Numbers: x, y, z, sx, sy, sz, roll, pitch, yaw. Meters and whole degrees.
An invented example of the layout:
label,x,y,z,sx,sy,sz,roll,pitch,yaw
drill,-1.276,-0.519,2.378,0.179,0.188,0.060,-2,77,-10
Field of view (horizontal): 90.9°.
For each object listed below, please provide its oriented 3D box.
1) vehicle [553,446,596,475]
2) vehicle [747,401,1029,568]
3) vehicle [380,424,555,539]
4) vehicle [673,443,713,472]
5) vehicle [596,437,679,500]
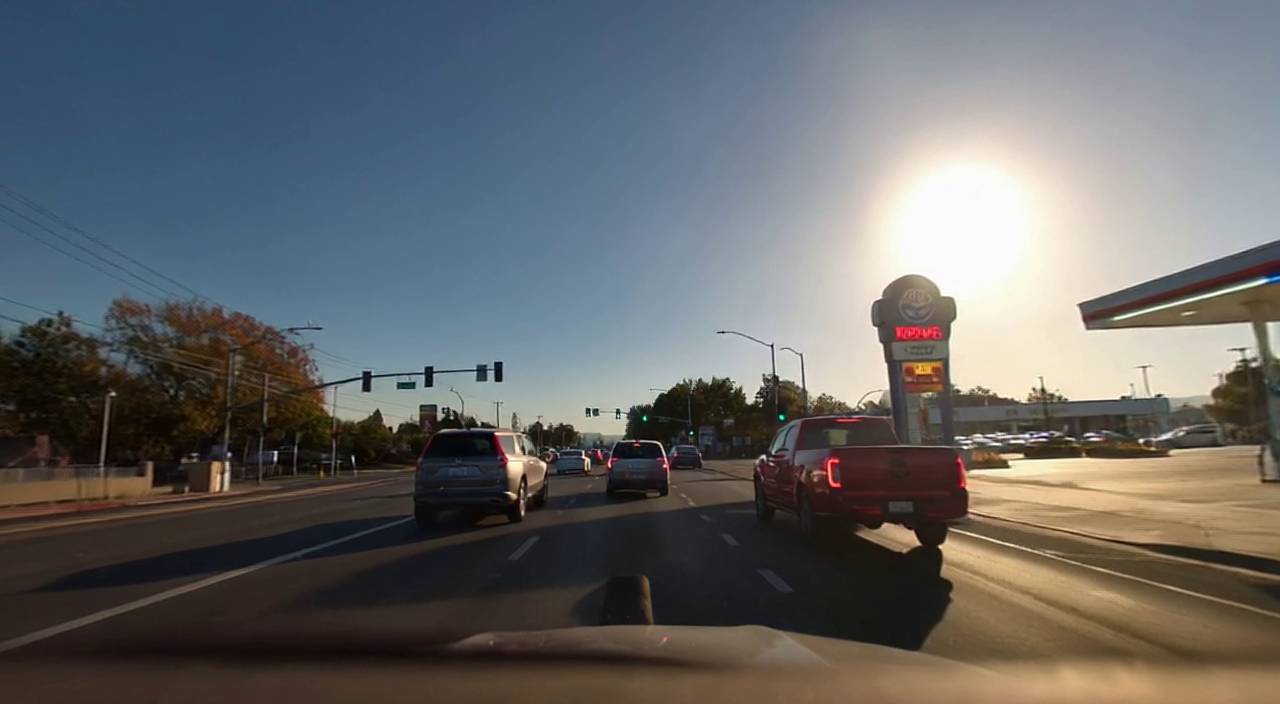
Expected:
label,x,y,z,sx,sy,sz,roll,pitch,yaw
vehicle,-3.528,5.915,34.617,1.954,1.497,4.078,0,-8,0
vehicle,3.264,1.890,9.852,2.161,1.868,5.321,0,-8,-1
vehicle,-2.928,2.291,11.824,2.019,1.731,4.299,0,-8,0
vehicle,3.289,6.662,40.161,2.122,1.745,4.337,0,-8,-1
vehicle,-0.092,3.367,18.699,2.181,1.650,4.083,0,-8,-1
